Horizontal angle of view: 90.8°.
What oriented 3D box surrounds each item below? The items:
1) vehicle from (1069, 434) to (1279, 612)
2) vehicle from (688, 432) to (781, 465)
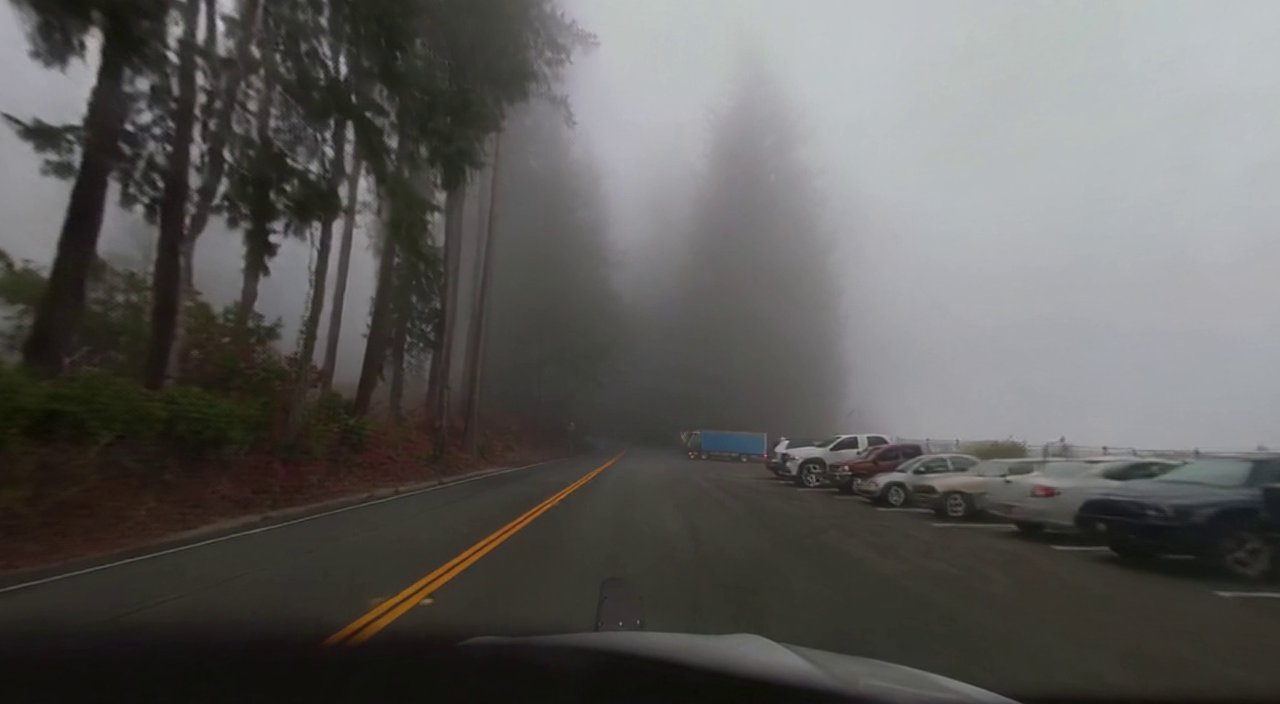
[{"bbox_3d":[7.318,1.654,6.720,3.989,1.522,2.104,0,-8,-3],"label":"vehicle"},{"bbox_3d":[6.252,6.484,42.567,5.797,2.070,2.502,0,-8,-1],"label":"vehicle"}]
